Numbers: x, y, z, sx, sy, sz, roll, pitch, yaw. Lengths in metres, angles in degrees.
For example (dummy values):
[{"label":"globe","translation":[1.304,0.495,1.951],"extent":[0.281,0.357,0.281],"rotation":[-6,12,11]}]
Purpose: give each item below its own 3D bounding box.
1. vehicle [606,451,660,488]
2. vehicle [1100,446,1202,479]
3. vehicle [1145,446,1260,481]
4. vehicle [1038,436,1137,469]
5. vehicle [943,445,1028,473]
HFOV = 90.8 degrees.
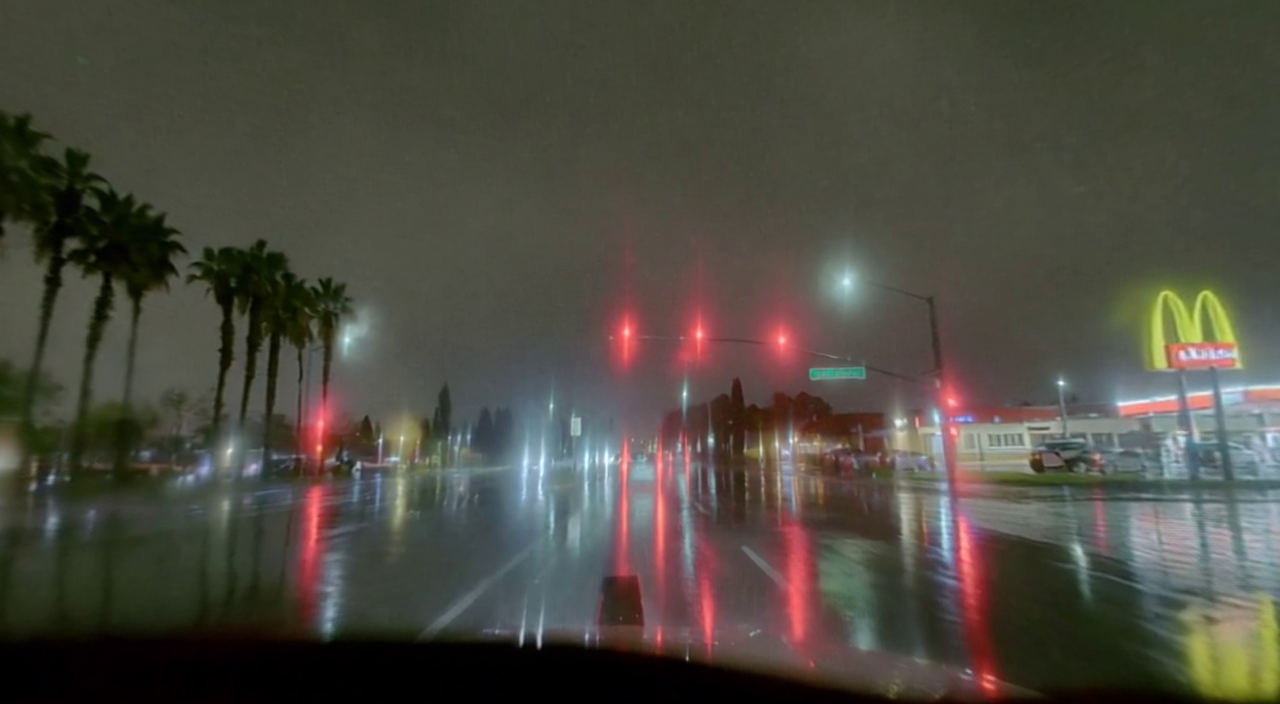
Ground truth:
[{"label":"vehicle","translation":[-0.348,5.277,28.714],"extent":[2.270,1.475,4.571],"rotation":[0,-9,-1]},{"label":"vehicle","translation":[24.132,5.218,30.002],"extent":[1.738,1.462,3.609],"rotation":[0,-9,0]},{"label":"vehicle","translation":[26.207,5.182,29.630],"extent":[1.923,1.501,3.849],"rotation":[0,-9,2]},{"label":"vehicle","translation":[24.344,5.518,34.514],"extent":[3.783,1.560,1.853],"rotation":[-4,-11,9]},{"label":"vehicle","translation":[19.400,6.015,35.659],"extent":[3.833,1.495,1.892],"rotation":[-3,-9,17]}]
